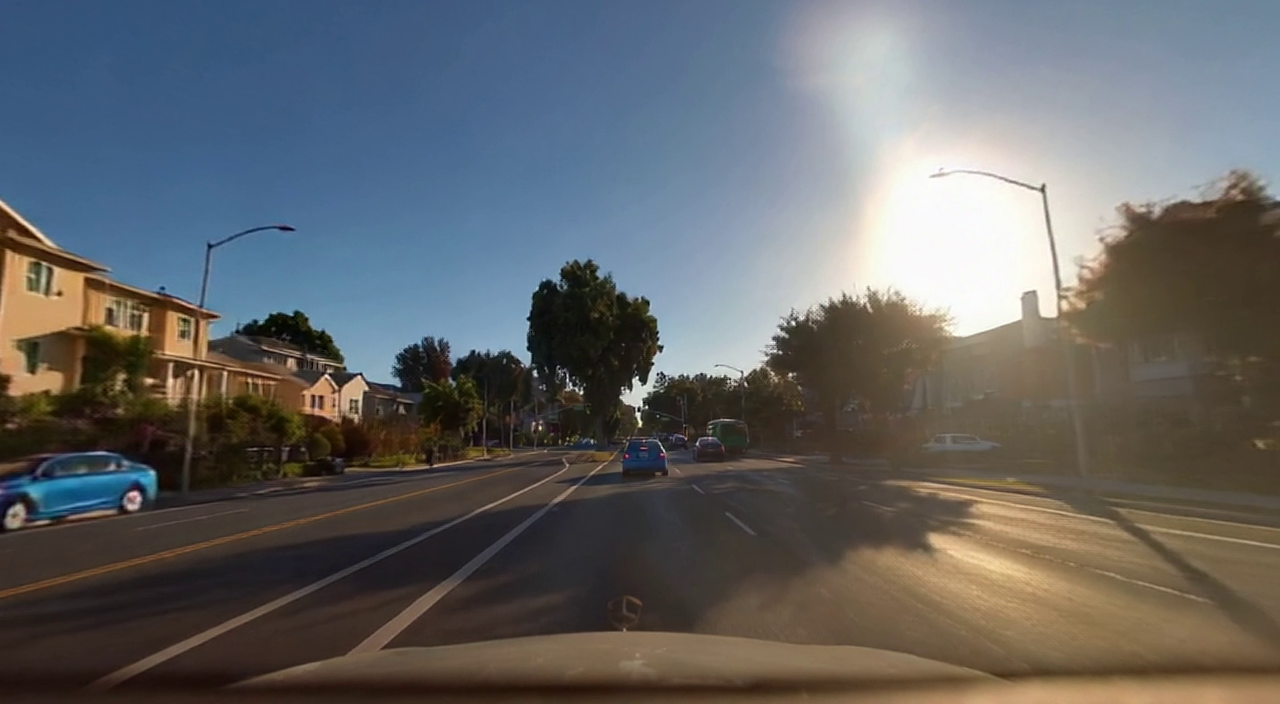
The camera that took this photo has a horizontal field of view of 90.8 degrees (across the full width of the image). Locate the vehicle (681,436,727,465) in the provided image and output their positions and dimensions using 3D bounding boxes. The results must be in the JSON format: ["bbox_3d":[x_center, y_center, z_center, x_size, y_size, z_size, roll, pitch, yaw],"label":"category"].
[{"bbox_3d":[3.520,5.551,35.804,2.161,1.519,4.568,0,-9,0],"label":"vehicle"}]

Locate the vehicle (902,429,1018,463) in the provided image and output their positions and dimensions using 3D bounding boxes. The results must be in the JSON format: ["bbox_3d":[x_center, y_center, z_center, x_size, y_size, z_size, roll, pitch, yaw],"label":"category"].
[{"bbox_3d":[15.207,4.497,30.167,4.456,1.520,1.911,0,-9,-2],"label":"vehicle"}]

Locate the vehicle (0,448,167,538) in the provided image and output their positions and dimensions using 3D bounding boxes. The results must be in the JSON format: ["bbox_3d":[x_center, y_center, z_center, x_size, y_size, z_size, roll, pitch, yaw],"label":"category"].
[{"bbox_3d":[-14.241,3.158,14.680,2.078,1.833,5.666,0,-9,0],"label":"vehicle"}]

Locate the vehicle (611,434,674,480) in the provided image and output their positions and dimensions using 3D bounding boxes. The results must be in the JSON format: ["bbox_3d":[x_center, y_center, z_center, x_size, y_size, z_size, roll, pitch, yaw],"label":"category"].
[{"bbox_3d":[0.054,3.765,22.869,2.093,1.497,4.010,0,-9,-1],"label":"vehicle"}]
